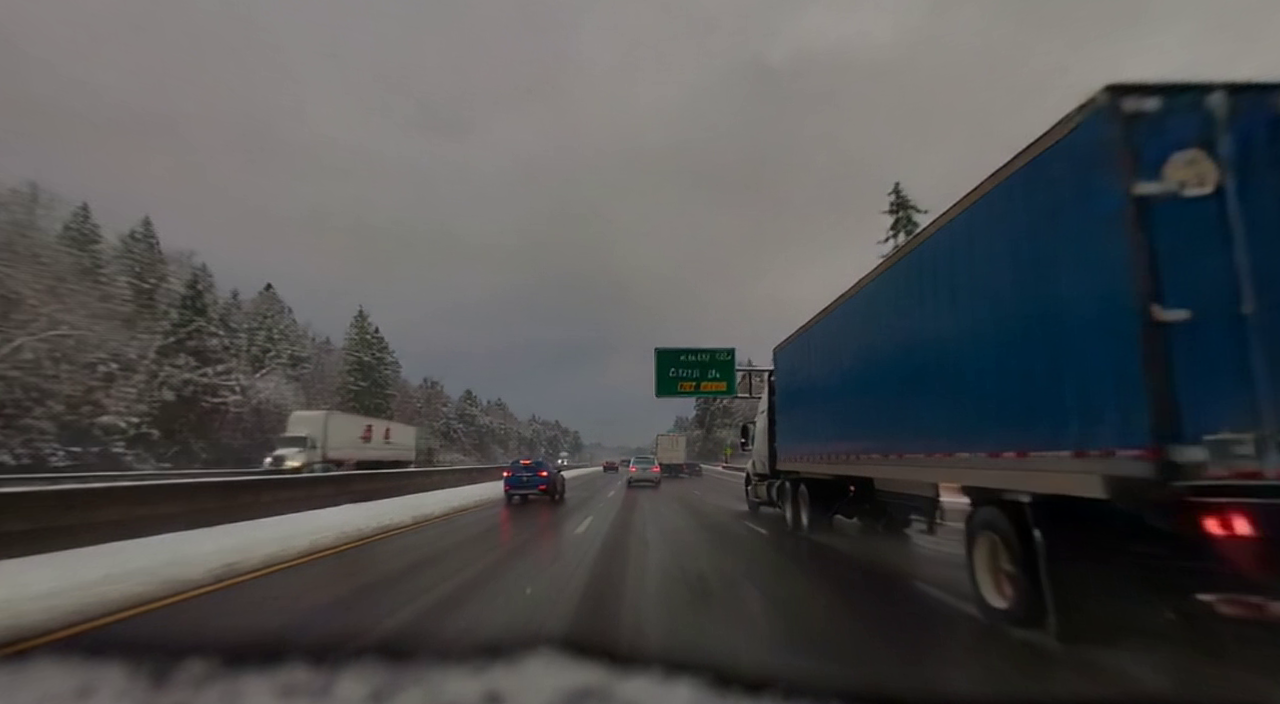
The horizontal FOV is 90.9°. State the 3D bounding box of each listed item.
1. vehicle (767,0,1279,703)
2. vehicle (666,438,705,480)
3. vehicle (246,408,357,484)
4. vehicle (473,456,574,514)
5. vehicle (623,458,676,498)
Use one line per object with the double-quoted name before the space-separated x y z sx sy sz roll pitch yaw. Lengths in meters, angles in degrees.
"vehicle" 4.759 1.021 9.789 2.877 4.035 13.897 0 -9 1
"vehicle" 3.582 8.227 48.397 2.650 2.978 6.937 -1 -10 6
"vehicle" -19.597 5.526 37.004 3.015 4.041 5.879 0 -9 0
"vehicle" -3.281 3.846 18.657 2.105 1.467 4.099 0 -9 1
"vehicle" 0.374 5.256 26.650 2.089 1.516 4.191 0 -9 0
